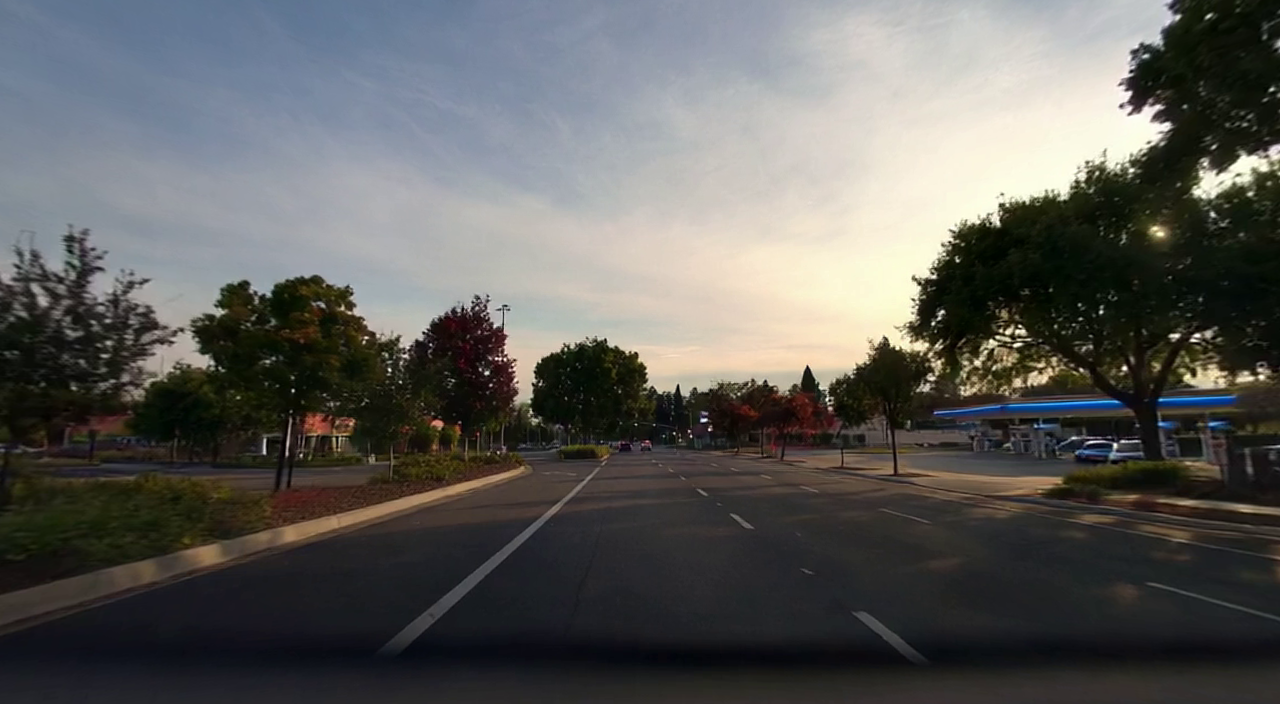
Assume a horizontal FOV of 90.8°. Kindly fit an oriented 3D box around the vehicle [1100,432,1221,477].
[{"bbox_3d":[21.460,4.230,26.130,3.442,1.599,1.613,-3,-10,-2],"label":"vehicle"}]
